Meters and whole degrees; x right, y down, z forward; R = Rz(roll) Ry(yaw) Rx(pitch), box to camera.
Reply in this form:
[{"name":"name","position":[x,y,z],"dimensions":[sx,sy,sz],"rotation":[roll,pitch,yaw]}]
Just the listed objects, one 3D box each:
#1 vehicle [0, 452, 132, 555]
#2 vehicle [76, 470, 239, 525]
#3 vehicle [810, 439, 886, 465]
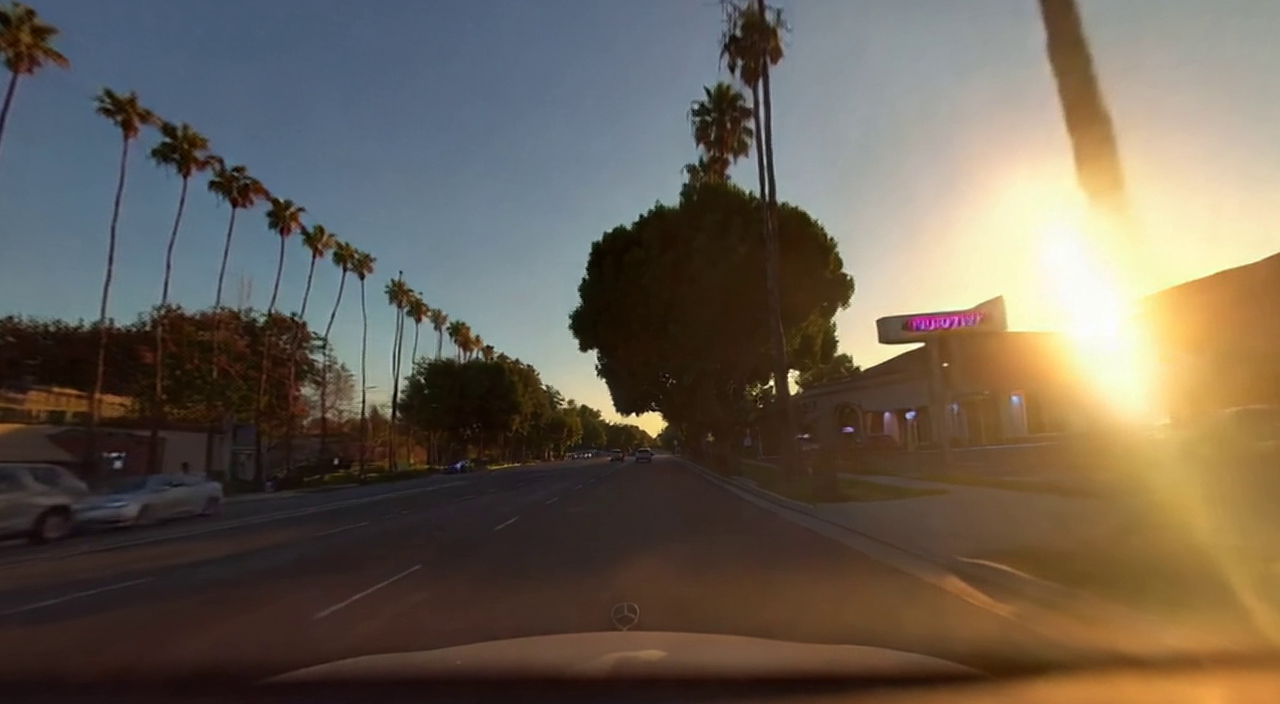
[{"name":"vehicle","position":[-12.629,2.796,11.706],"dimensions":[2.306,1.807,4.927],"rotation":[0,-9,0]},{"name":"vehicle","position":[-16.002,4.813,21.340],"dimensions":[1.940,1.492,4.495],"rotation":[0,-9,0]},{"name":"vehicle","position":[14.656,7.046,44.621],"dimensions":[4.577,1.750,2.115],"rotation":[1,-9,-6]}]
